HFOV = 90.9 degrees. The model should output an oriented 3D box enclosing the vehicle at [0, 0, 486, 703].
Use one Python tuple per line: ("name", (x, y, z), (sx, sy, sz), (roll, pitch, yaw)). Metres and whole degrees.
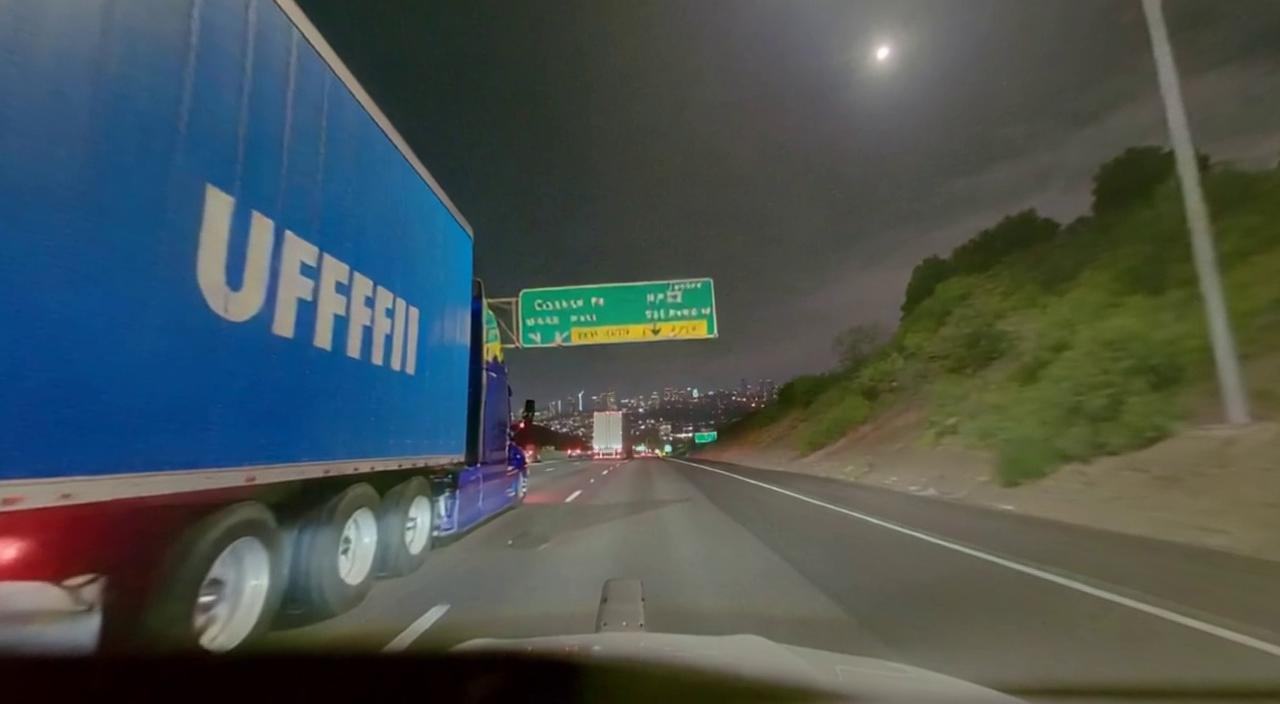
("vehicle", (-3.451, -0.369, 1.021), (2.963, 4.128, 13.357), (0, -8, 0))
